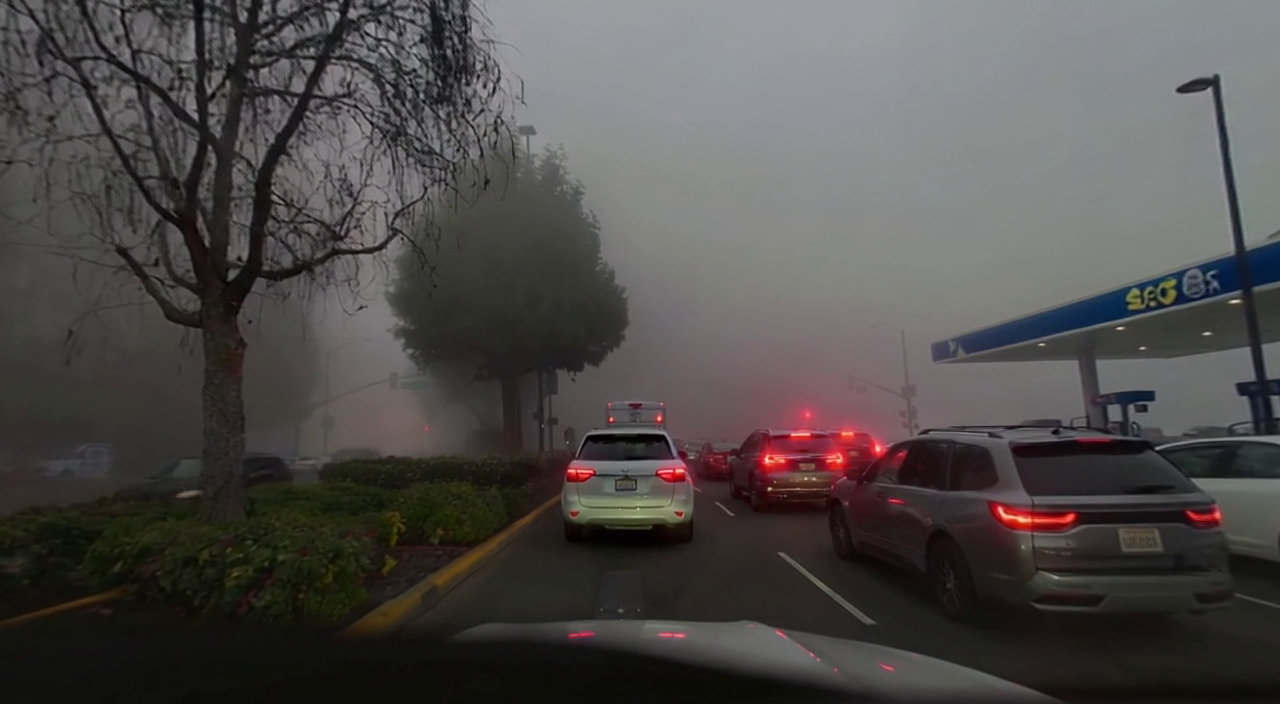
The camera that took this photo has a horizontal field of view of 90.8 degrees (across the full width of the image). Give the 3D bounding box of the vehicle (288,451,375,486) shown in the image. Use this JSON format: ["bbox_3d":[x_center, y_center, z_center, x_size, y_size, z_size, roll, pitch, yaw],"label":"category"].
[{"bbox_3d":[-14.497,5.453,30.006,1.883,1.479,4.471,0,-9,-1],"label":"vehicle"}]

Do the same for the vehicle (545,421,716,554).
[{"bbox_3d":[-0.167,1.953,9.739,2.106,1.613,3.697,0,-9,-1],"label":"vehicle"}]

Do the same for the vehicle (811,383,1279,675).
[{"bbox_3d":[3.361,1.364,6.010,2.056,1.700,4.399,0,-9,-3],"label":"vehicle"}]

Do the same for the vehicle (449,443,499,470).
[{"bbox_3d":[-11.117,7.014,42.685,2.055,1.663,4.637,0,-9,0],"label":"vehicle"}]

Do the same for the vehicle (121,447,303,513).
[{"bbox_3d":[-11.347,3.371,17.207,1.955,1.546,4.232,0,-9,0],"label":"vehicle"}]

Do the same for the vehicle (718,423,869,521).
[{"bbox_3d":[2.918,2.391,13.059,1.995,1.677,4.106,0,-9,-1],"label":"vehicle"}]

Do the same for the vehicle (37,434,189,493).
[{"bbox_3d":[-26.955,5.707,32.747,2.571,2.711,6.027,0,-9,0],"label":"vehicle"}]
